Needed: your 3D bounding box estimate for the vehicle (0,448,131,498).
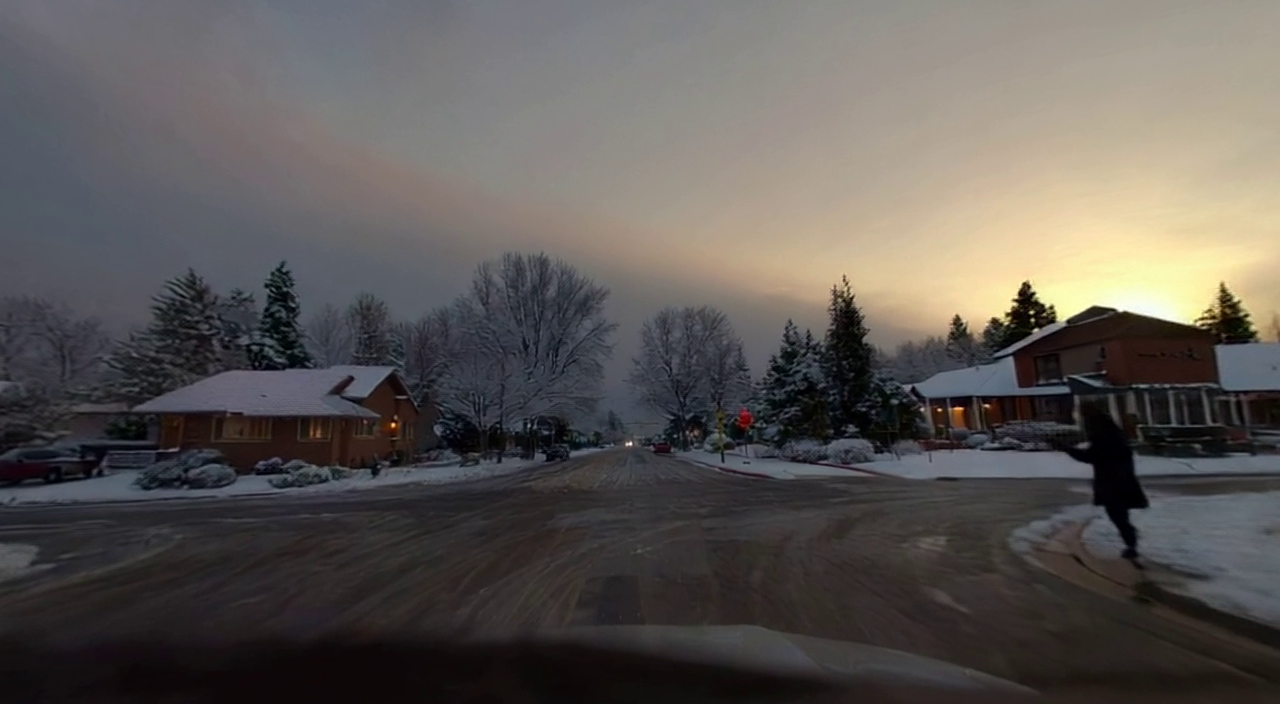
[{"bbox_3d":[-24.864,5.137,26.964,2.004,1.856,4.934,-4,-9,2],"label":"vehicle"}]
